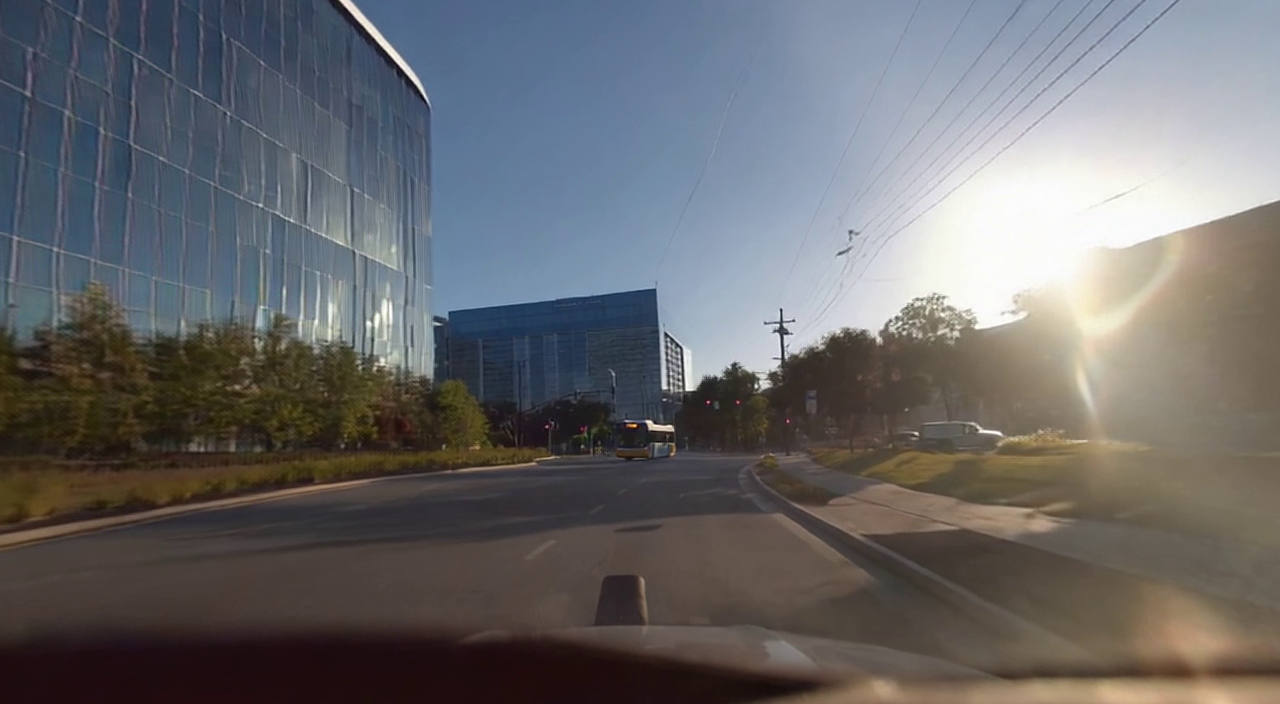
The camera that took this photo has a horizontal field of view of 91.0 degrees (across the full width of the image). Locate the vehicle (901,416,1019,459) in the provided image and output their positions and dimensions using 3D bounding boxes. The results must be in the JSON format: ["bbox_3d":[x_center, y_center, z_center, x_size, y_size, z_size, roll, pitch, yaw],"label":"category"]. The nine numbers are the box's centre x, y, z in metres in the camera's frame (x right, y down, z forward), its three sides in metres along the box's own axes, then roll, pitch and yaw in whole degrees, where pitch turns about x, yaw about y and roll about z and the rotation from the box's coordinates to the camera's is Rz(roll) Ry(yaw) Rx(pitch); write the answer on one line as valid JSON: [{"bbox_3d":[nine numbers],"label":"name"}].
[{"bbox_3d":[15.875,4.312,31.510,4.647,1.951,2.304,-2,-10,9],"label":"vehicle"}]
